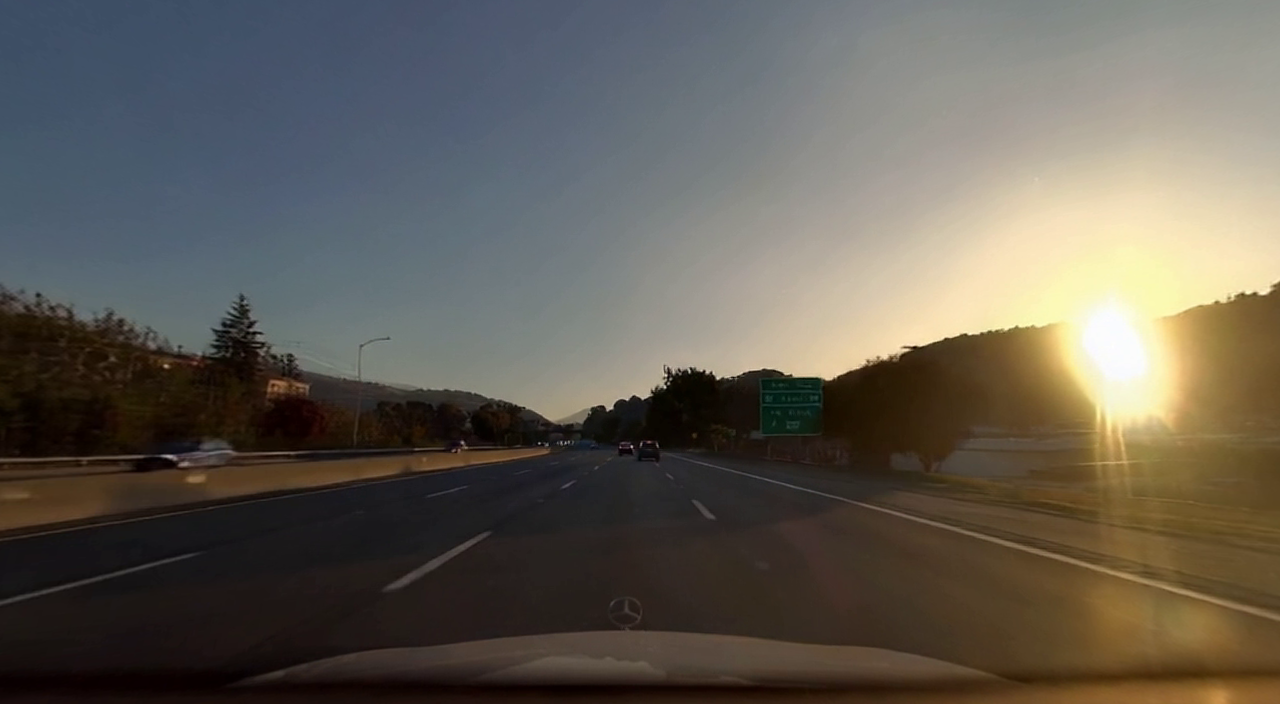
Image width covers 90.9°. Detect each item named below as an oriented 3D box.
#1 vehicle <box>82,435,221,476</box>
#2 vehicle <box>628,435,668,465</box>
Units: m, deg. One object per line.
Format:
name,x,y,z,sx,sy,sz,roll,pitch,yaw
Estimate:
vehicle,-20.522,4.360,26.846,2.042,1.524,4.936,-1,-9,-1
vehicle,0.469,6.777,43.672,2.431,1.916,4.808,0,-9,-3
